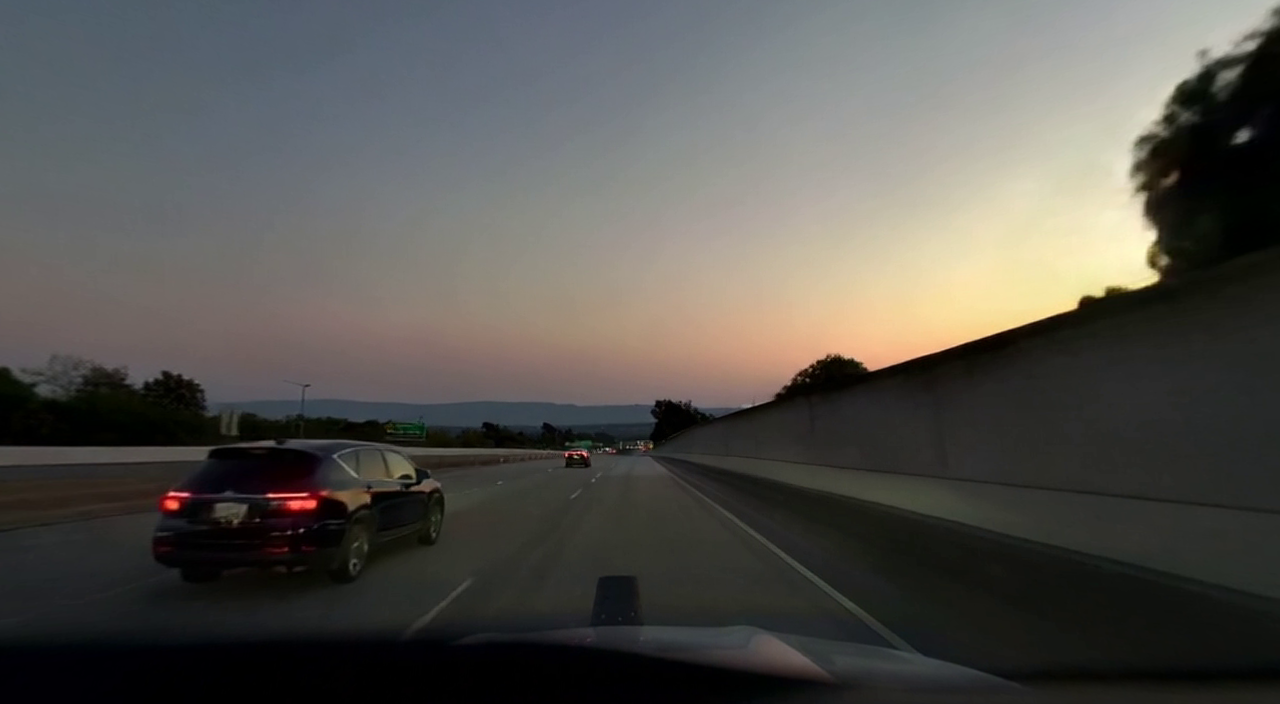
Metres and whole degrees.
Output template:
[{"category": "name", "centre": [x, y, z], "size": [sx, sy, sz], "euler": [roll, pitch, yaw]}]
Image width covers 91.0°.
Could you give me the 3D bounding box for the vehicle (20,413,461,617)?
[{"category": "vehicle", "centre": [-3.775, 1.610, 7.144], "size": [2.195, 1.573, 4.176], "euler": [0, -9, 1]}]

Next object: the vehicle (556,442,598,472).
[{"category": "vehicle", "centre": [-3.794, 6.402, 38.707], "size": [2.133, 1.683, 4.340], "euler": [1, -9, 0]}]
